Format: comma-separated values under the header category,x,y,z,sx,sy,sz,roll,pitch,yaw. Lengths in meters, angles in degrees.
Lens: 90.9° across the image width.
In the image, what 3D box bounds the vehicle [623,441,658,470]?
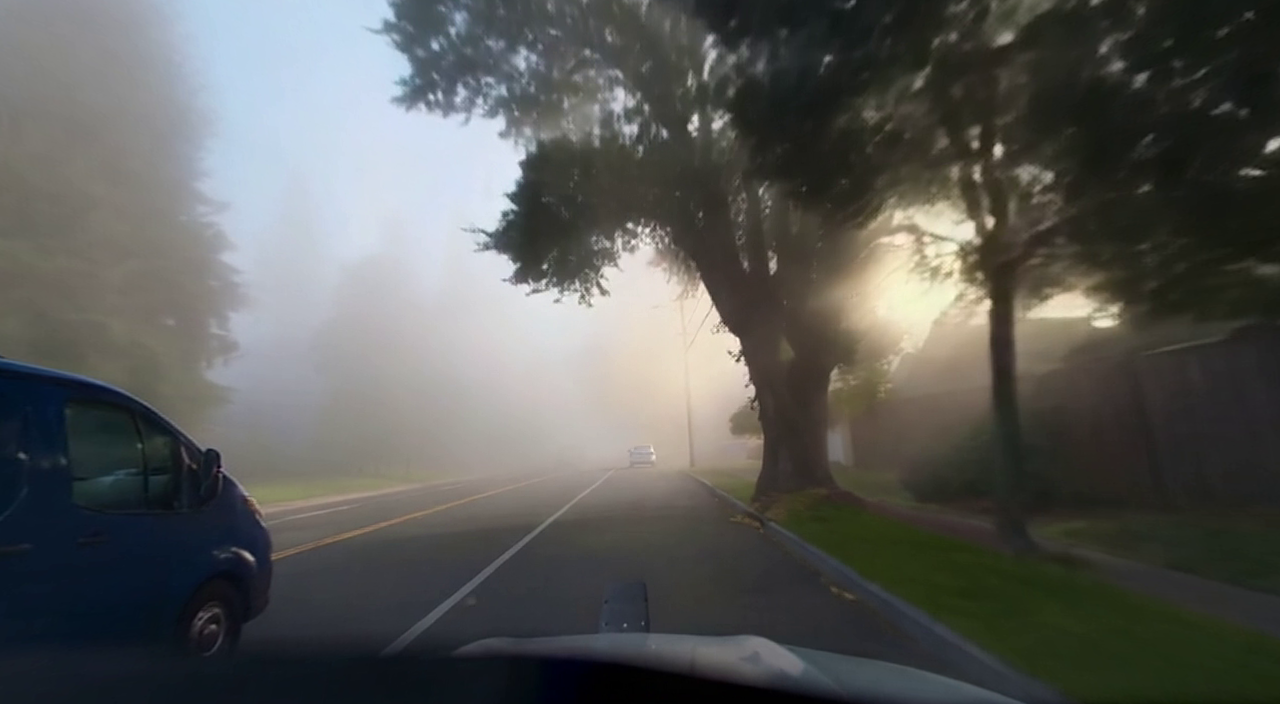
category,x,y,z,sx,sy,sz,roll,pitch,yaw
vehicle,0.058,6.450,39.469,2.120,1.718,3.909,0,-9,1

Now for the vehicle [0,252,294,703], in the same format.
category,x,y,z,sx,sy,sz,roll,pitch,yaw
vehicle,-3.659,0.547,1.450,2.336,2.152,5.866,0,-9,0

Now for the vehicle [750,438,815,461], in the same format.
category,x,y,z,sx,sy,sz,roll,pitch,yaw
vehicle,10.434,7.152,46.267,4.295,1.505,1.918,-1,-8,2
